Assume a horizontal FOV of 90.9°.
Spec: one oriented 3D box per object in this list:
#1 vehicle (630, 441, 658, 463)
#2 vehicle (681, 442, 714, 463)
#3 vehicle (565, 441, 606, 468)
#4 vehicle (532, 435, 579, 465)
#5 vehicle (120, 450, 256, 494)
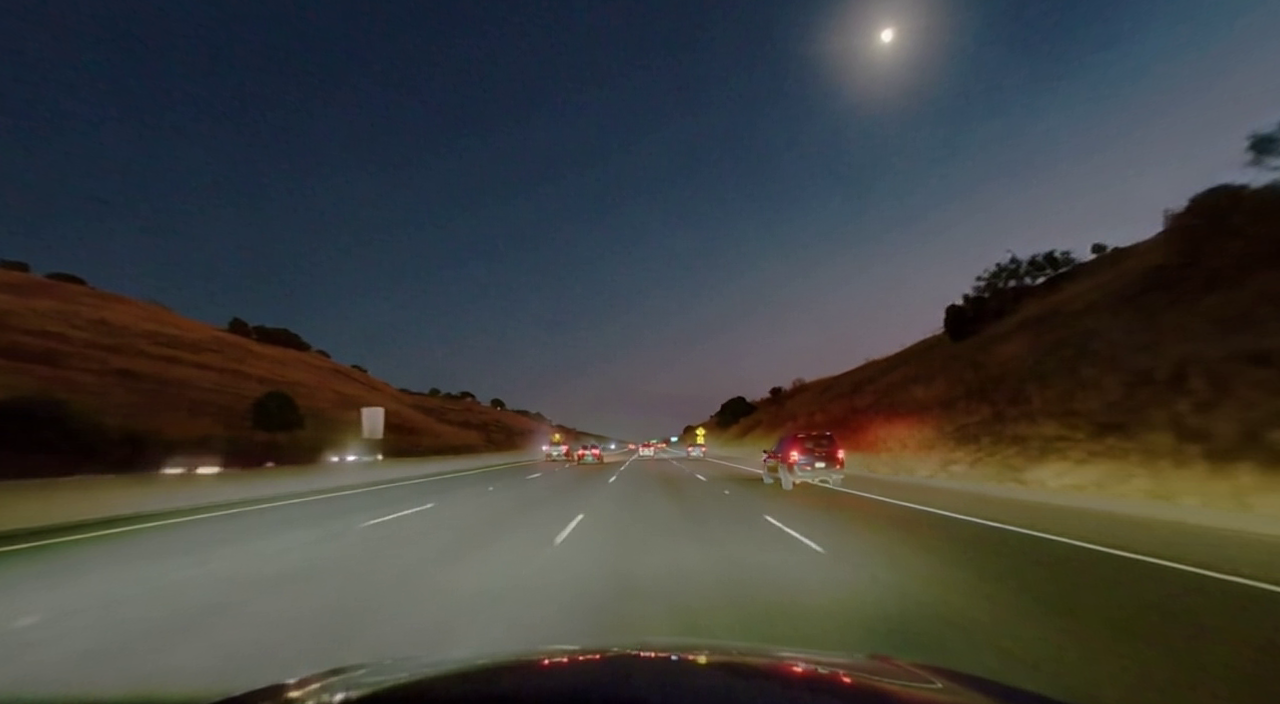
[{"bbox_3d":[0.265,7.554,47.650,2.031,1.566,3.904,0,-8,0],"label":"vehicle"},{"bbox_3d":[4.341,7.625,47.973,2.027,1.525,4.348,0,-8,-1],"label":"vehicle"},{"bbox_3d":[-3.312,6.313,38.926,2.091,1.552,4.516,0,-8,0],"label":"vehicle"},{"bbox_3d":[-6.245,7.282,47.242,2.589,2.063,6.206,0,-8,1],"label":"vehicle"},{"bbox_3d":[-17.095,4.510,24.177,1.818,1.460,4.527,0,-8,1],"label":"vehicle"}]
